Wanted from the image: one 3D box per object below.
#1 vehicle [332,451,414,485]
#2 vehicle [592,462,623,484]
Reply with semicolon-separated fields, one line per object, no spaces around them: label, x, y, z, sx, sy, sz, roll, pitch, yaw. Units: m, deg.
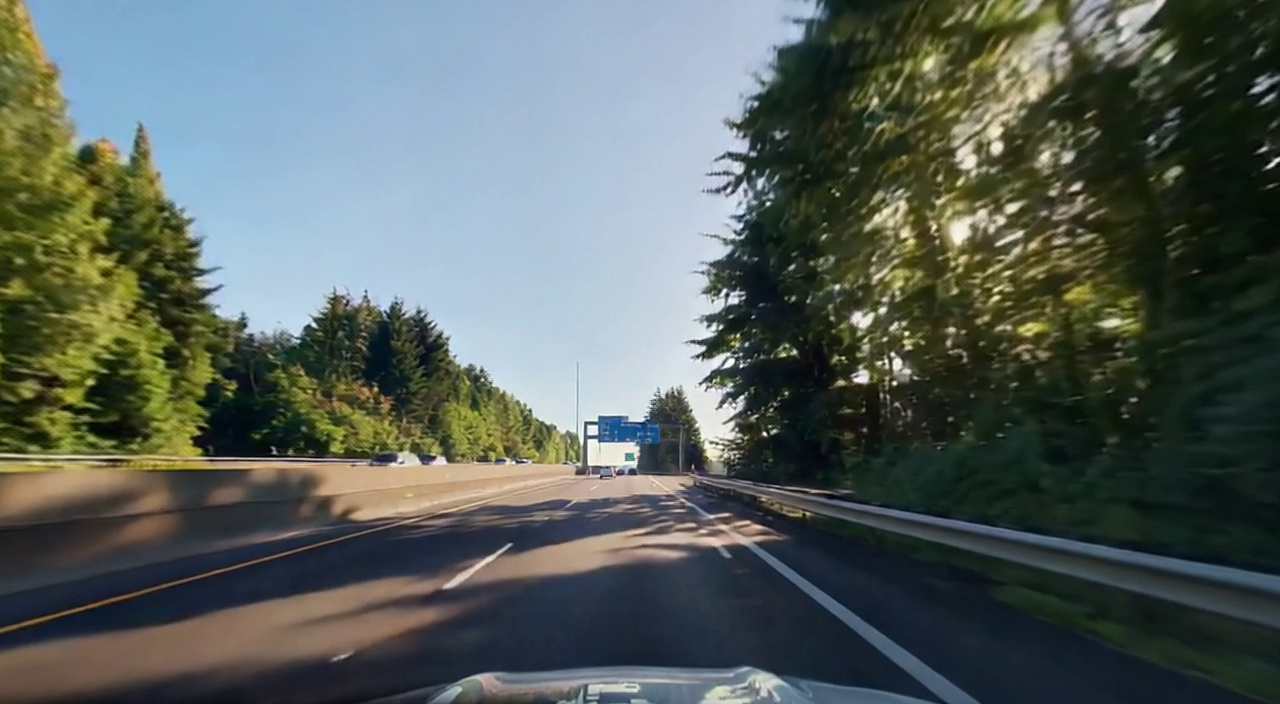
vehicle;-12.523;5.498;29.906;1.850;1.425;4.441;1;-10;1
vehicle;-2.485;9.452;49.417;2.168;1.561;4.588;1;-10;0
